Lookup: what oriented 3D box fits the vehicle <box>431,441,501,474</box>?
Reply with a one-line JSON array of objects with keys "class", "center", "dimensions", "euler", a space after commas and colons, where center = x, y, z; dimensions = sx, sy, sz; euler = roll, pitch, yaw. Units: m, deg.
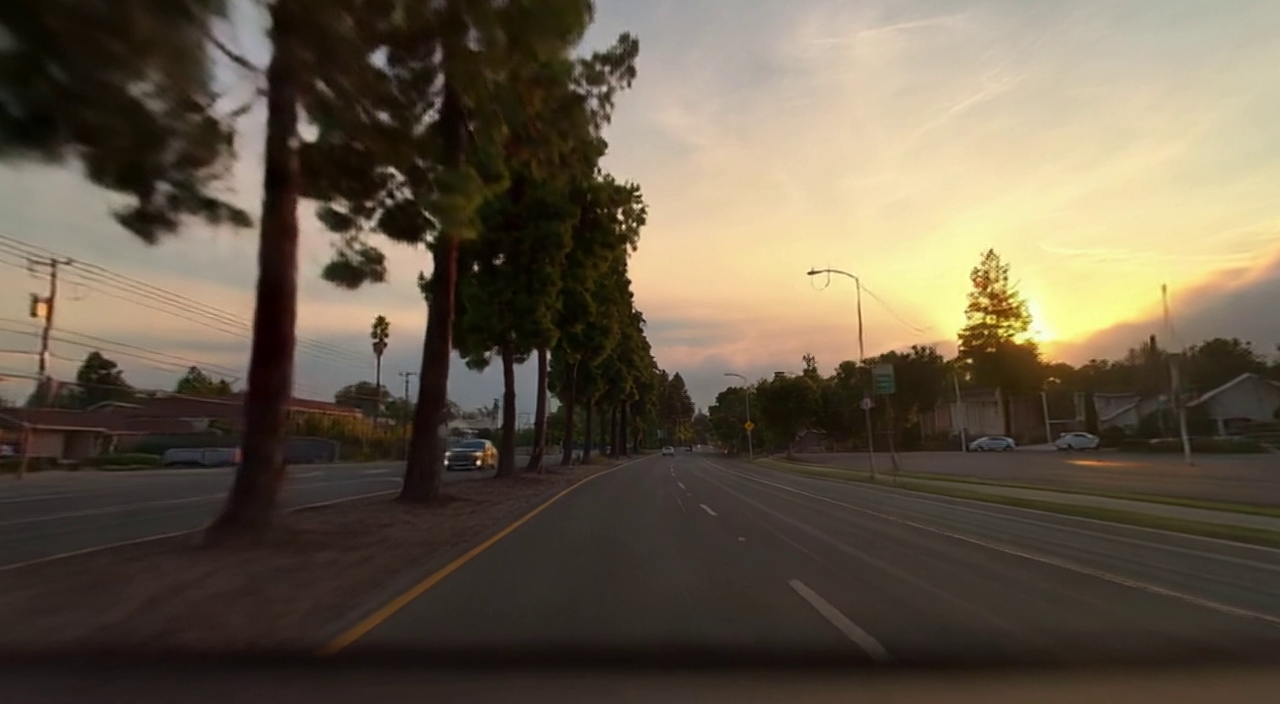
[{"class": "vehicle", "center": [-9.341, 5.687, 34.297], "dimensions": [2.181, 1.635, 4.542], "euler": [-1, -8, 4]}]
